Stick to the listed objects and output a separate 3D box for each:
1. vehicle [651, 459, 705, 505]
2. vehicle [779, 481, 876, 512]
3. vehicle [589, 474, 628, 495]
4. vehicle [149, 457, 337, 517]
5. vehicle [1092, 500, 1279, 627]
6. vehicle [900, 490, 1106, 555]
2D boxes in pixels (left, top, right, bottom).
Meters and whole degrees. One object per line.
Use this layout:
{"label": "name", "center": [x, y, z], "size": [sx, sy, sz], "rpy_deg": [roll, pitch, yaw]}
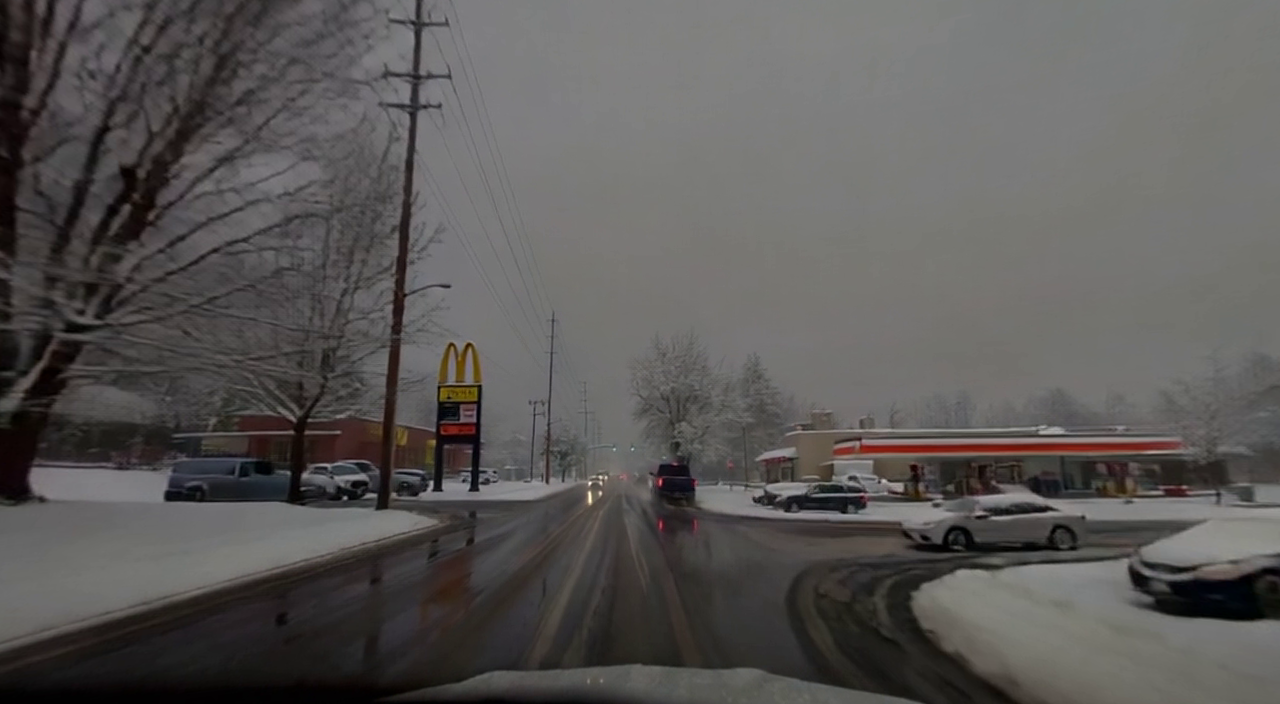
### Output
{"label": "vehicle", "center": [1.791, 6.551, 31.898], "size": [2.153, 2.074, 5.188], "rpy_deg": [1, -11, -3]}
{"label": "vehicle", "center": [9.082, 7.022, 30.717], "size": [4.123, 1.446, 1.807], "rpy_deg": [0, -11, -3]}
{"label": "vehicle", "center": [-2.249, 9.689, 46.337], "size": [1.993, 1.454, 3.810], "rpy_deg": [-2, -11, 11]}
{"label": "vehicle", "center": [-12.416, 4.226, 19.930], "size": [4.575, 1.641, 2.006], "rpy_deg": [10, -15, -43]}
{"label": "vehicle", "center": [9.371, 2.909, 9.011], "size": [4.316, 1.462, 1.921], "rpy_deg": [0, -11, -2]}
{"label": "vehicle", "center": [9.283, 4.380, 16.390], "size": [4.169, 1.474, 1.850], "rpy_deg": [0, -11, -1]}
